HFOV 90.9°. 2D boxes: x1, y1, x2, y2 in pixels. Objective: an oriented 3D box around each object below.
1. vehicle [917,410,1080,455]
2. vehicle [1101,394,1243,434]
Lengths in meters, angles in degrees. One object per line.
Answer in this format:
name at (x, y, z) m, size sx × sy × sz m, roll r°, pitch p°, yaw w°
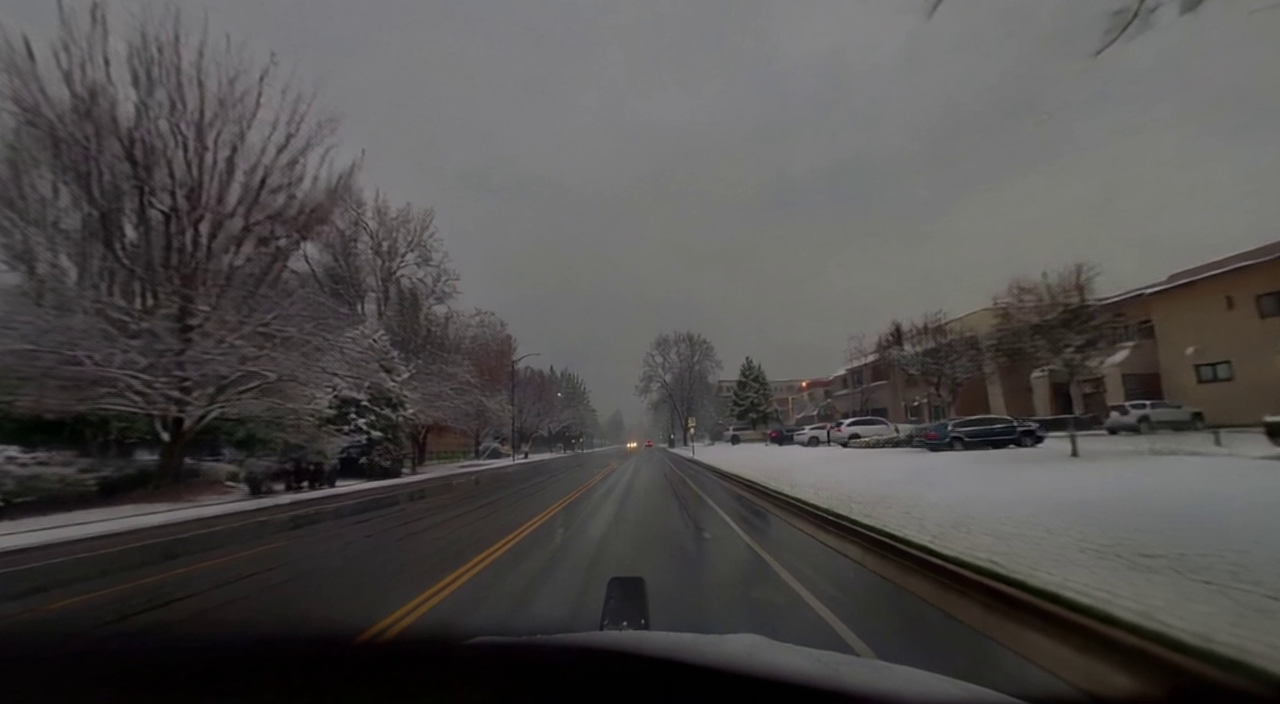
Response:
vehicle at (12.624, 2.886, 22.388) m, size 4.529 × 1.490 × 2.168 m, roll 1°, pitch -8°, yaw -6°
vehicle at (25.674, 3.039, 30.547) m, size 4.864 × 1.797 × 2.150 m, roll 0°, pitch -8°, yaw 0°
